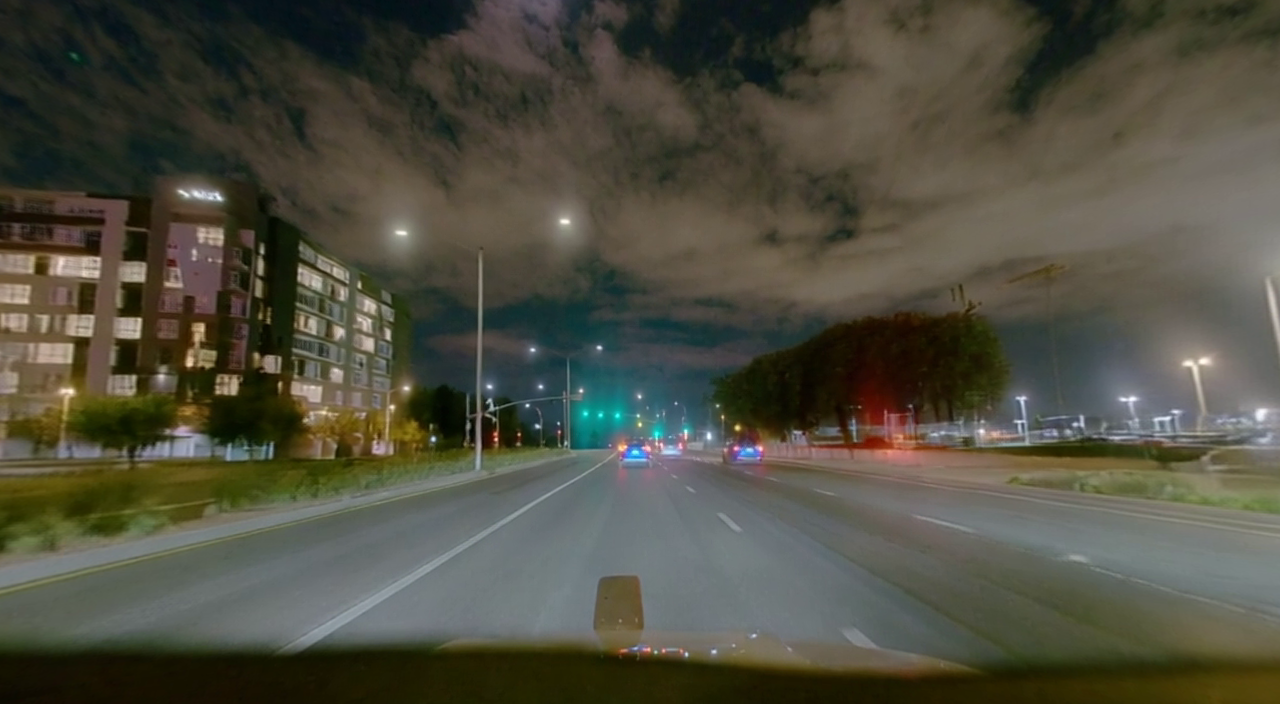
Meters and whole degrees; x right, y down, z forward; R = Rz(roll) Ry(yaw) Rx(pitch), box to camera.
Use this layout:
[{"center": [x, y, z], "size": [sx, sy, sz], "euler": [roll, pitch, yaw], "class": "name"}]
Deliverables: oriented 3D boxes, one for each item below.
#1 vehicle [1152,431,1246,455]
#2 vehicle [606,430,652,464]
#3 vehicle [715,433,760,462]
[{"center": [43.740, 7.155, 49.377], "size": [1.967, 1.788, 5.041], "euler": [5, -10, -30], "class": "vehicle"}, {"center": [-0.653, 5.925, 39.232], "size": [2.682, 1.908, 5.706], "euler": [0, -9, 0], "class": "vehicle"}, {"center": [6.541, 6.490, 42.811], "size": [2.136, 1.799, 4.796], "euler": [1, -9, -2], "class": "vehicle"}]
